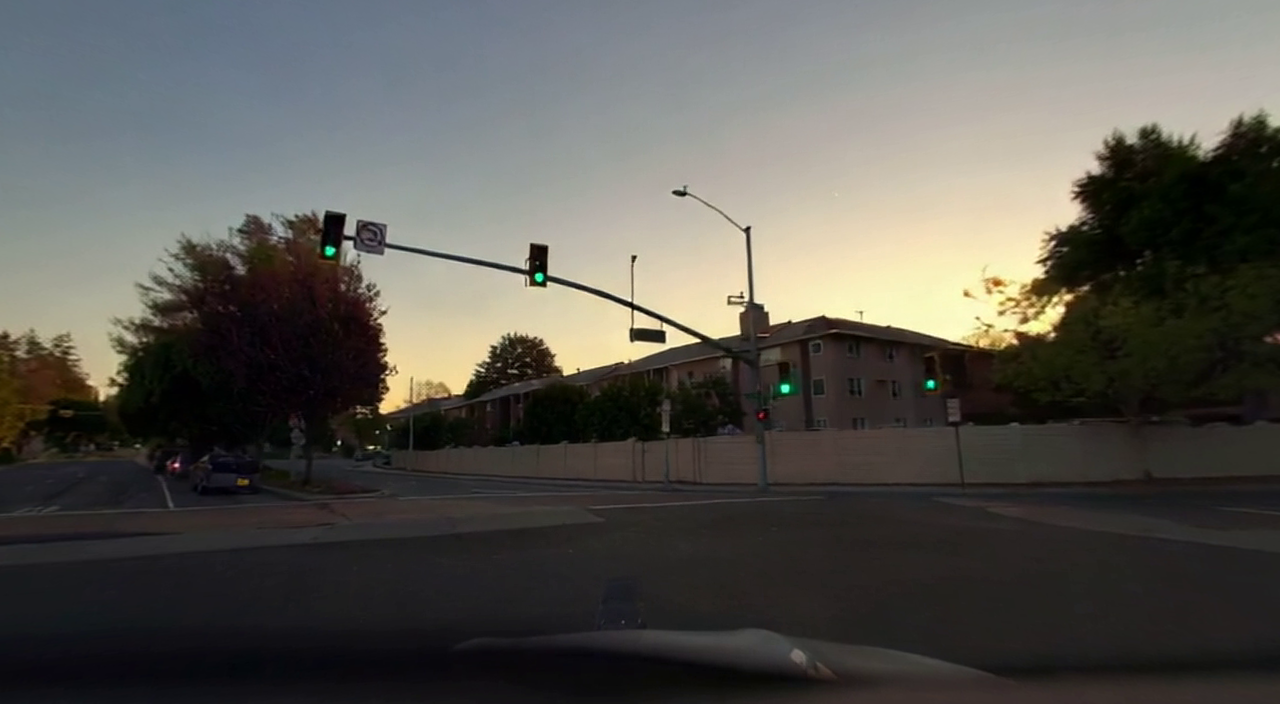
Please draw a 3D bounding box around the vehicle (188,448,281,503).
[{"bbox_3d":[-13.170,3.883,20.256,1.912,1.464,4.652,6,-10,-39],"label":"vehicle"}]
